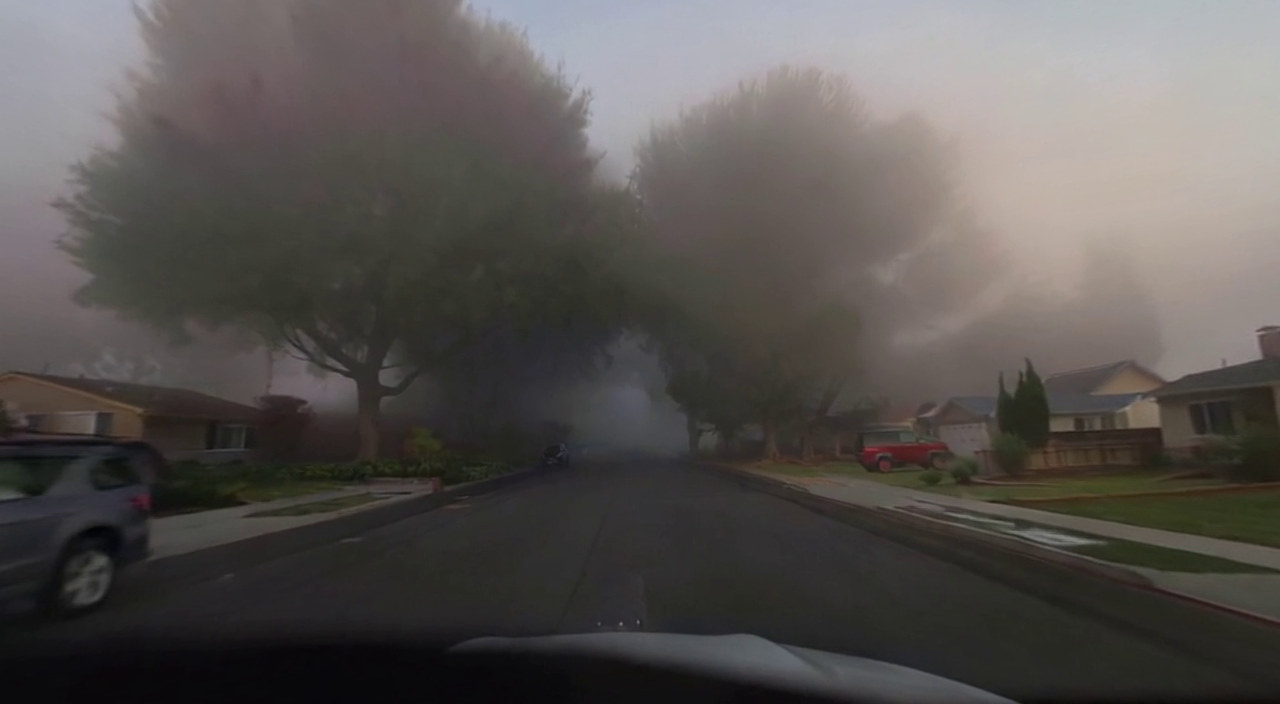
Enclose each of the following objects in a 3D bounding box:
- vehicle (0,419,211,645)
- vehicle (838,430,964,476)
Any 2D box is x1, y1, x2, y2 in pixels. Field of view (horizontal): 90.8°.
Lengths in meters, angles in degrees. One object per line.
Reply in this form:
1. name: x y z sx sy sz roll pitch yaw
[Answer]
1. vehicle: -5.608 1.321 4.632 1.944 1.621 4.187 -1 -9 0
2. vehicle: 11.291 4.363 27.483 4.626 1.880 1.980 1 -9 -9
